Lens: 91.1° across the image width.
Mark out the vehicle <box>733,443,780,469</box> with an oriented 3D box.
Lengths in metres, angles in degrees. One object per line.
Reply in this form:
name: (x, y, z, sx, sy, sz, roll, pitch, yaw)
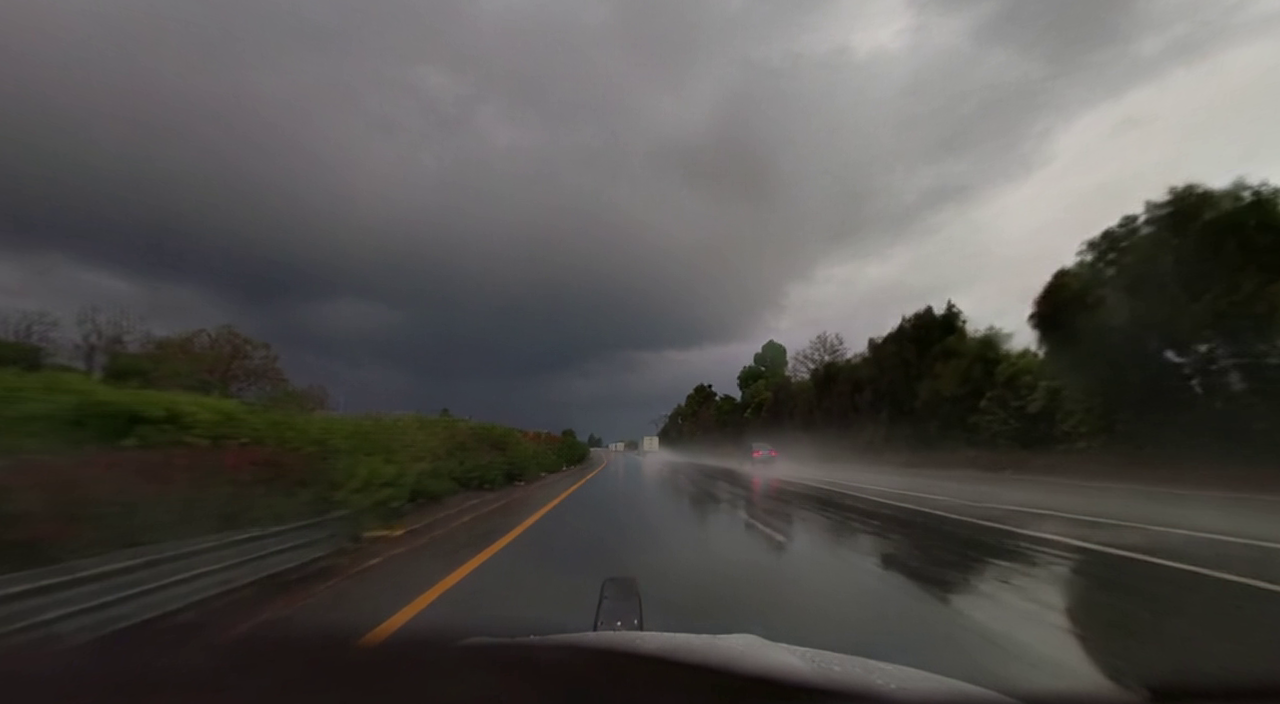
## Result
vehicle: (6.978, 6.274, 38.142, 1.942, 1.462, 3.926, 0, -8, -3)
